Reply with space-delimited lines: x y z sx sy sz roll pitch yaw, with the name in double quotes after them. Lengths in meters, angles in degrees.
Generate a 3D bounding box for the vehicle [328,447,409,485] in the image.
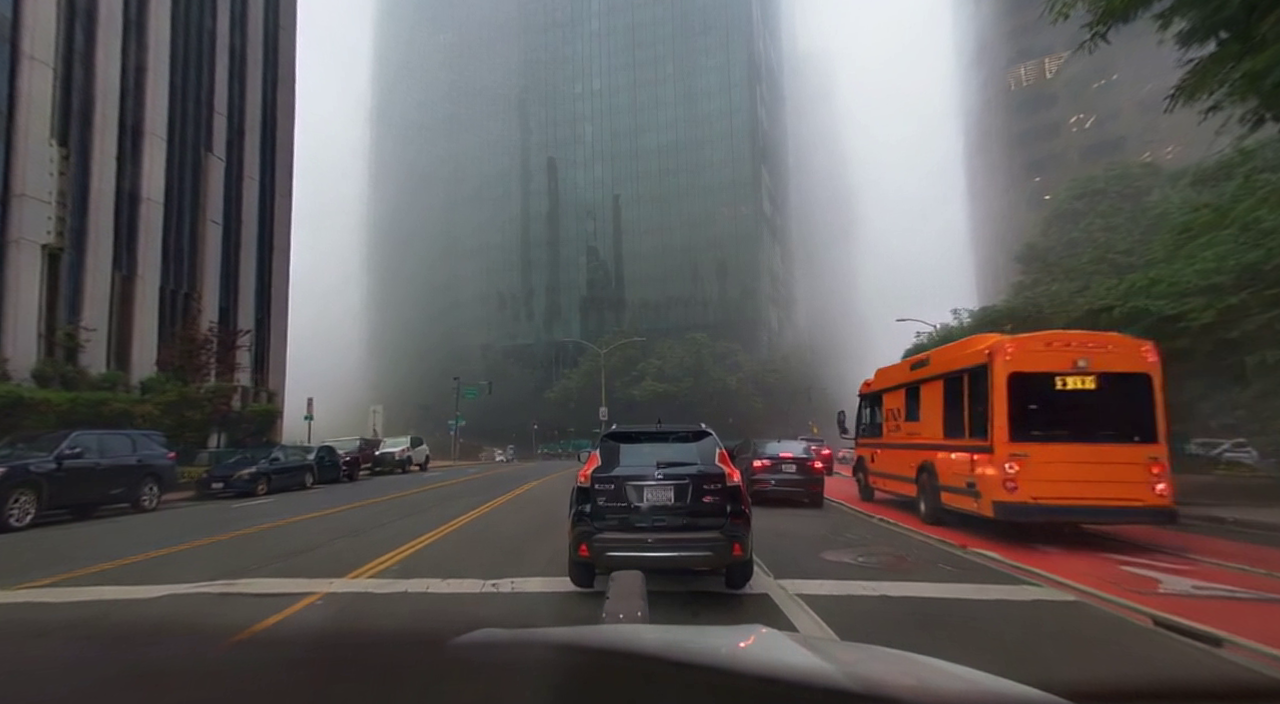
-11.364 4.781 26.779 1.791 1.463 4.210 0 -9 -4 "vehicle"

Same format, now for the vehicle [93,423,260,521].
-10.718 2.753 14.938 1.482 2.019 3.297 0 -9 -3 "vehicle"

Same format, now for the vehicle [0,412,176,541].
-10.374 2.151 11.364 1.543 1.946 3.454 1 -9 -5 "vehicle"

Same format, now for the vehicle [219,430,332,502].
-11.036 3.448 19.399 1.559 1.973 3.419 1 -9 -5 "vehicle"

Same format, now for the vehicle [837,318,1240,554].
6.443 1.651 12.280 3.113 3.116 7.650 0 -8 3 "vehicle"

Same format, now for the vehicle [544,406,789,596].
0.293 1.653 7.842 2.192 1.695 4.142 0 -9 2 "vehicle"

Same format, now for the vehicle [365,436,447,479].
-11.770 5.350 32.299 2.338 1.963 5.740 0 -9 -4 "vehicle"
